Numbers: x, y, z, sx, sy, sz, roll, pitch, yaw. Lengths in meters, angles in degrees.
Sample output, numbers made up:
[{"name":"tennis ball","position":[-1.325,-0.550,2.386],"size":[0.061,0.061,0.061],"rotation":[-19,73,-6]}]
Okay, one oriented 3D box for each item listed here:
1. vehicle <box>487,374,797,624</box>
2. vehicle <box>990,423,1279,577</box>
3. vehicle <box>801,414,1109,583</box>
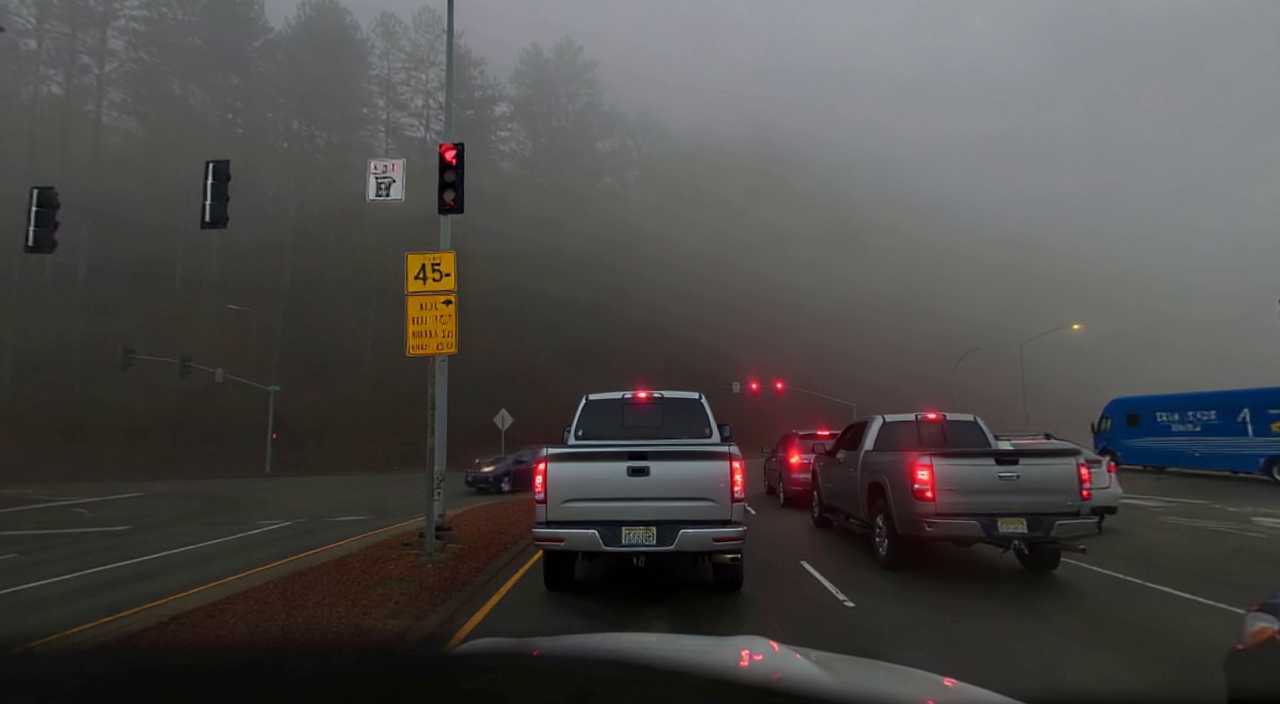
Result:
[{"name":"vehicle","position":[0.041,1.469,7.326],"size":[2.326,1.880,4.964],"rotation":[0,-8,1]},{"name":"vehicle","position":[6.823,1.745,8.270],"size":[1.973,1.470,4.228],"rotation":[0,-8,-1]},{"name":"vehicle","position":[3.575,1.721,8.196],"size":[1.981,1.616,4.006],"rotation":[0,-8,1]}]
